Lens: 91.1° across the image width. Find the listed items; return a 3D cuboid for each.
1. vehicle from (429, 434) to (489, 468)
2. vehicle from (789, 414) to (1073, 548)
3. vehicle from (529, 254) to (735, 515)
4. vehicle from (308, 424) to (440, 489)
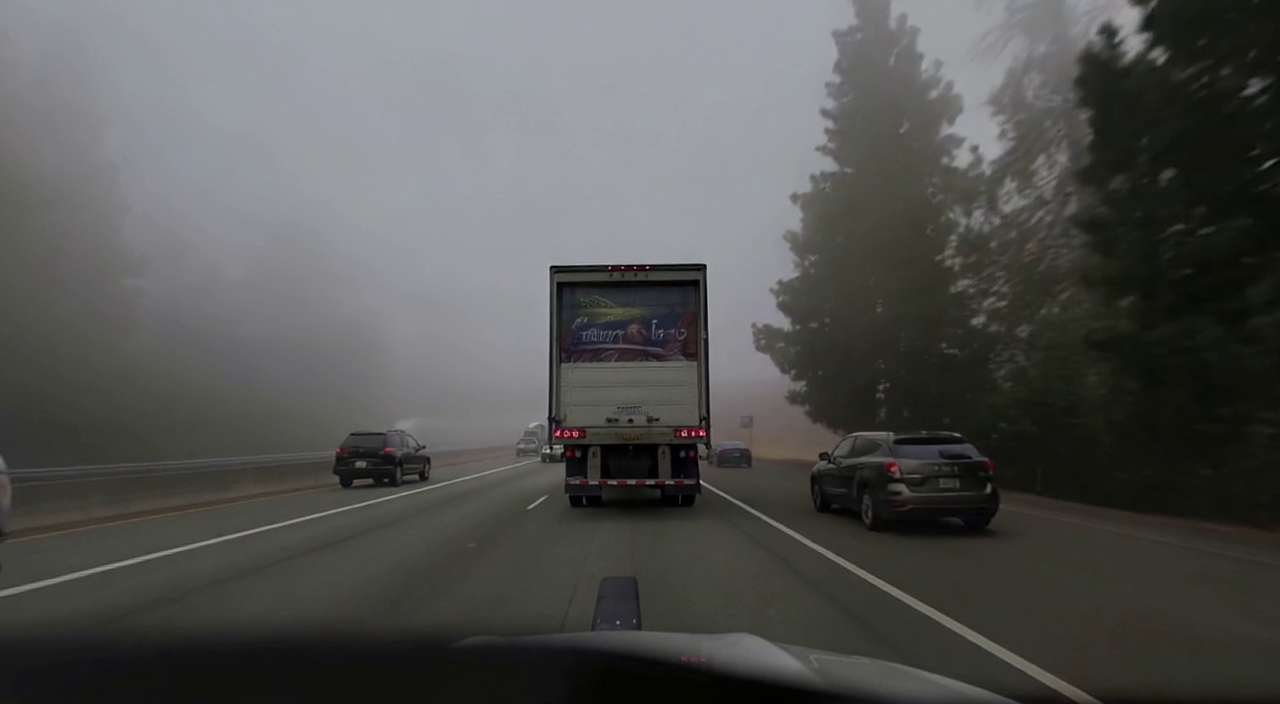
[{"bbox_3d":[-8.594,4.710,30.147,1.845,1.488,3.656,0,-8,-1],"label":"vehicle"},{"bbox_3d":[3.910,1.792,9.573,2.003,1.519,4.580,0,-8,-2],"label":"vehicle"},{"bbox_3d":[-0.225,1.085,14.038,2.911,3.787,9.905,0,-8,-1],"label":"vehicle"},{"bbox_3d":[-7.844,3.105,19.128,2.057,1.698,4.550,0,-8,-1],"label":"vehicle"}]
